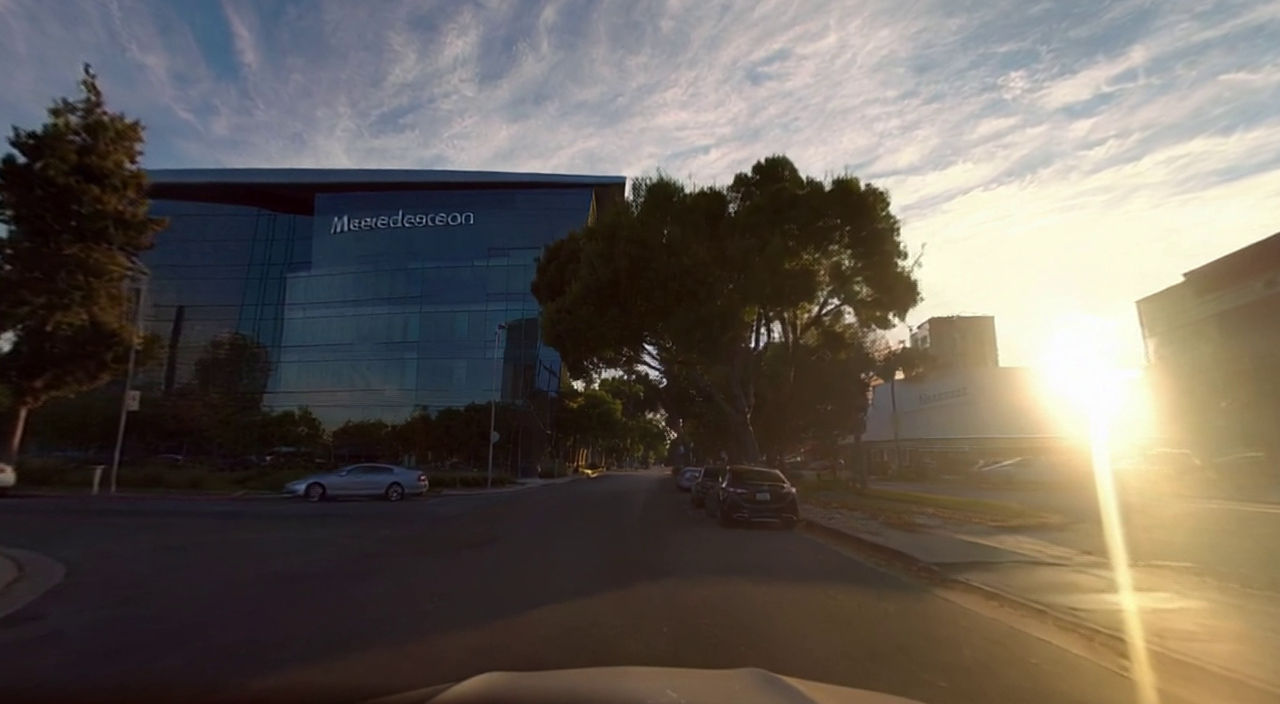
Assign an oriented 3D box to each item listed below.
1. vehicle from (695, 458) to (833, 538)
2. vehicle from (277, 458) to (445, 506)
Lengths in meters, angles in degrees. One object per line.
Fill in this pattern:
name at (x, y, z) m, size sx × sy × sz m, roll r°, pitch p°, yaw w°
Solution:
vehicle at (2.471, 3.075, 13.675) m, size 2.073 × 1.434 × 3.899 m, roll 1°, pitch -11°, yaw -2°
vehicle at (-9.392, 4.399, 21.476) m, size 4.770 × 1.448 × 1.983 m, roll 9°, pitch -14°, yaw -39°
